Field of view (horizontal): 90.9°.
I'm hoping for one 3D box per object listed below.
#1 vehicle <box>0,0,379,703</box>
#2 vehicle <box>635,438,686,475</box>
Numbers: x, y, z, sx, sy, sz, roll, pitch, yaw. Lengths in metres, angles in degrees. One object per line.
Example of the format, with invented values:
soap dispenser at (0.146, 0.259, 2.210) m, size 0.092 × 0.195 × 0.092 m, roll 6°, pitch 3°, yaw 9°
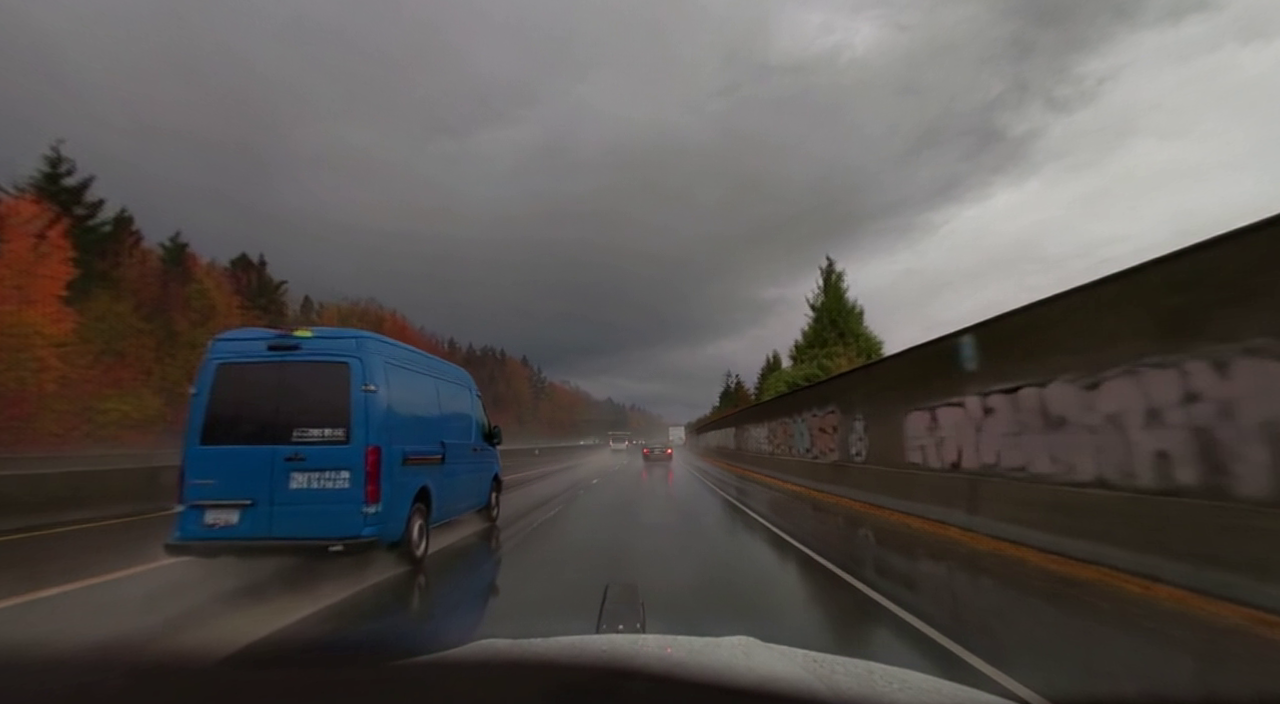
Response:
vehicle at (-3.471, 0.159, 2.867) m, size 2.334 × 2.769 × 5.087 m, roll 0°, pitch -8°, yaw -1°
vehicle at (0.864, 4.513, 27.424) m, size 2.071 × 1.487 × 3.948 m, roll 0°, pitch -8°, yaw 1°
